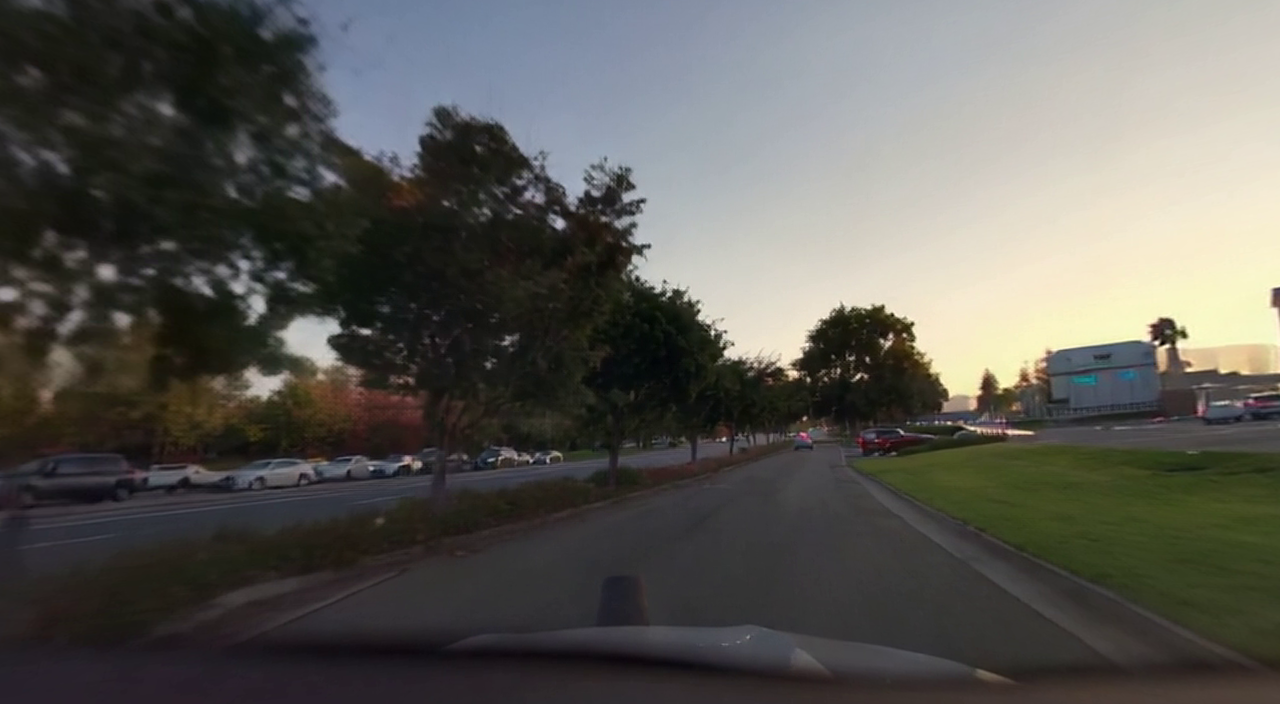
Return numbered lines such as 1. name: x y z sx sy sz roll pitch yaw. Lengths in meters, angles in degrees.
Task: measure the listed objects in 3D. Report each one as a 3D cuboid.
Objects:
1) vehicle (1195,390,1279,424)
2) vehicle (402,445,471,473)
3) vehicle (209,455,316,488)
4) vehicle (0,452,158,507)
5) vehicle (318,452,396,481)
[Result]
1. vehicle: 32.503 2.982 34.166 3.335 1.398 1.535 -5 -9 -7
2. vehicle: -14.562 7.711 45.394 1.967 1.683 5.223 -9 -12 17
3. vehicle: -18.798 5.929 31.622 1.832 1.473 4.377 -3 -9 18
4. vehicle: -21.489 4.735 23.948 1.969 1.758 4.662 -3 -9 17
5. vehicle: -16.969 6.846 37.986 1.851 1.450 4.396 -9 -11 15
